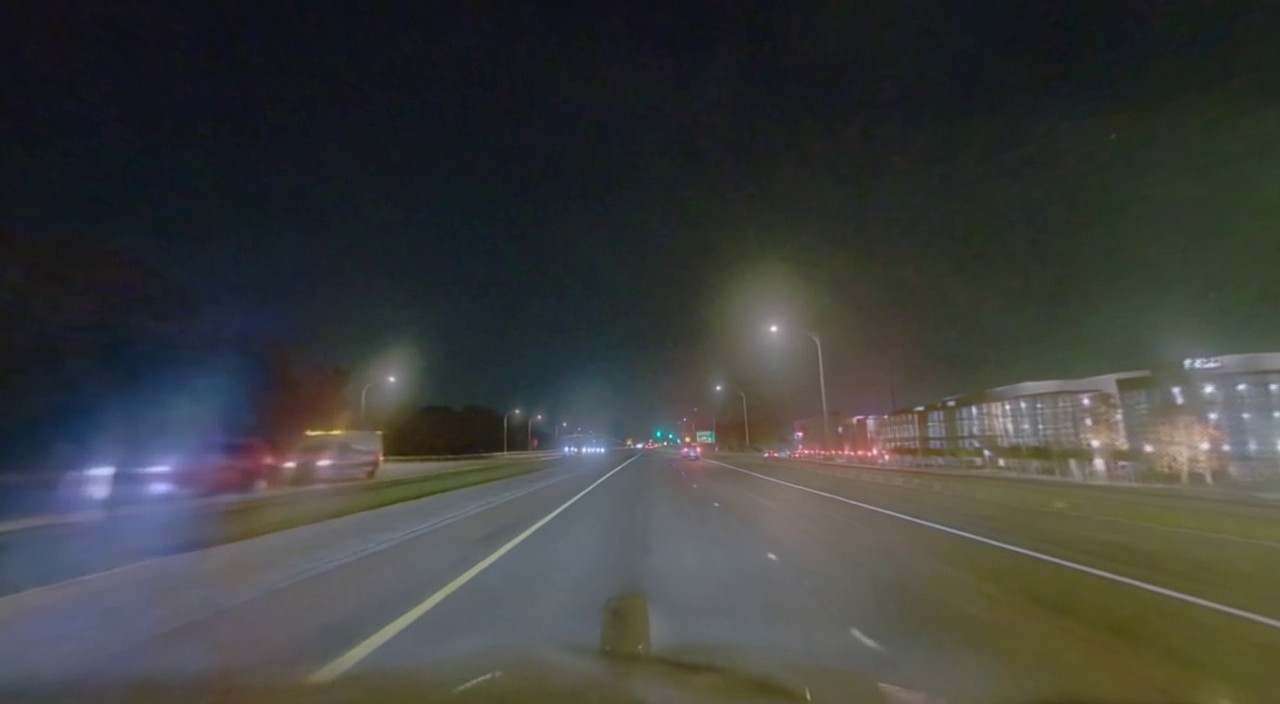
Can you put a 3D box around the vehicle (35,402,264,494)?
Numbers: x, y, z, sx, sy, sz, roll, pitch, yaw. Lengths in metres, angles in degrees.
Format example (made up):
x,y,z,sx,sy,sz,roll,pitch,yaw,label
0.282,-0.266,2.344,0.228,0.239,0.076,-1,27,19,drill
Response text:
x,y,z,sx,sy,sz,roll,pitch,yaw,label
-19.725,3.953,26.306,2.938,3.241,7.954,0,-8,1,vehicle
